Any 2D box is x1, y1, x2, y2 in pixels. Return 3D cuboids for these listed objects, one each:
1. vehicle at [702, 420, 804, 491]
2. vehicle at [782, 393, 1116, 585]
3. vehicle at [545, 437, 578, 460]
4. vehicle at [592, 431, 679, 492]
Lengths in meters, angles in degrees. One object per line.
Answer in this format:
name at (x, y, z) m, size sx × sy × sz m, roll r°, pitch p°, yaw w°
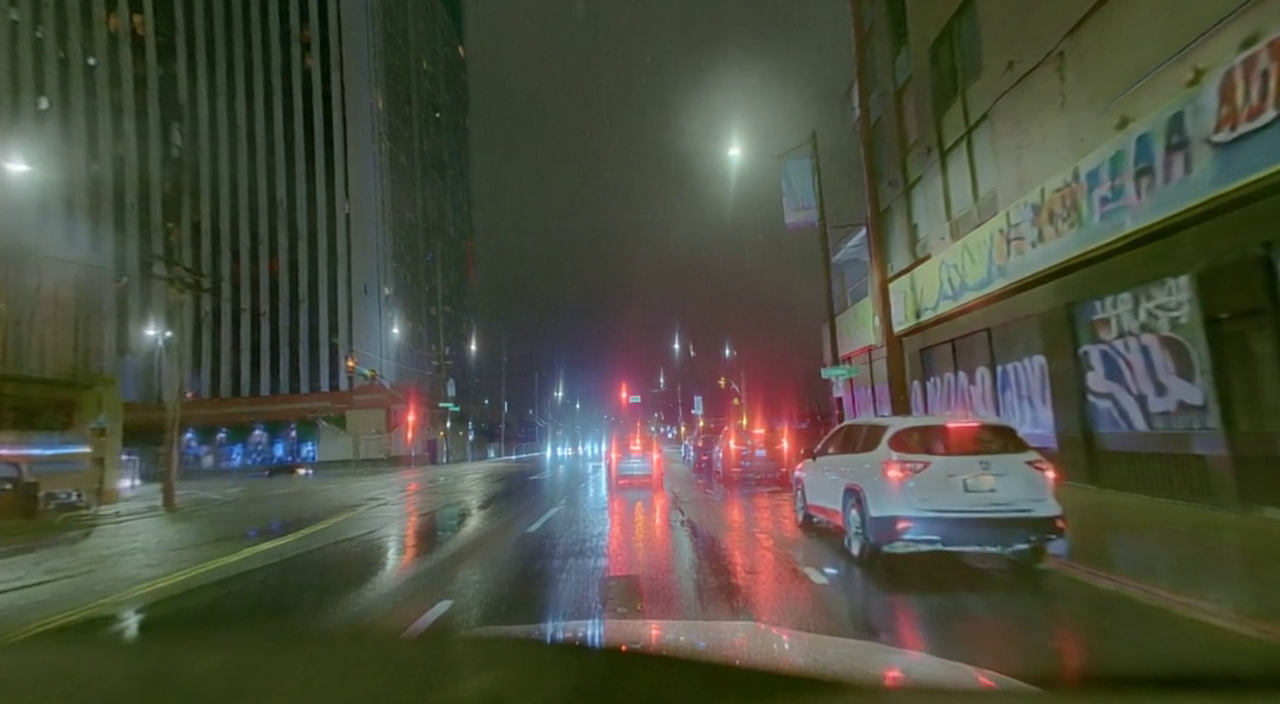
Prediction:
vehicle at (3.144, 3.000, 18.471) m, size 2.060 × 1.783 × 4.579 m, roll 0°, pitch -8°, yaw -1°
vehicle at (3.287, 1.558, 7.925) m, size 1.938 × 1.714 × 4.402 m, roll 0°, pitch -8°, yaw 0°
vehicle at (-6.124, 7.564, 49.414) m, size 2.059 × 1.699 × 4.252 m, roll 0°, pitch -8°, yaw 1°
vehicle at (-0.085, 3.066, 17.937) m, size 2.153 × 1.505 × 4.452 m, roll 0°, pitch -8°, yaw 1°
